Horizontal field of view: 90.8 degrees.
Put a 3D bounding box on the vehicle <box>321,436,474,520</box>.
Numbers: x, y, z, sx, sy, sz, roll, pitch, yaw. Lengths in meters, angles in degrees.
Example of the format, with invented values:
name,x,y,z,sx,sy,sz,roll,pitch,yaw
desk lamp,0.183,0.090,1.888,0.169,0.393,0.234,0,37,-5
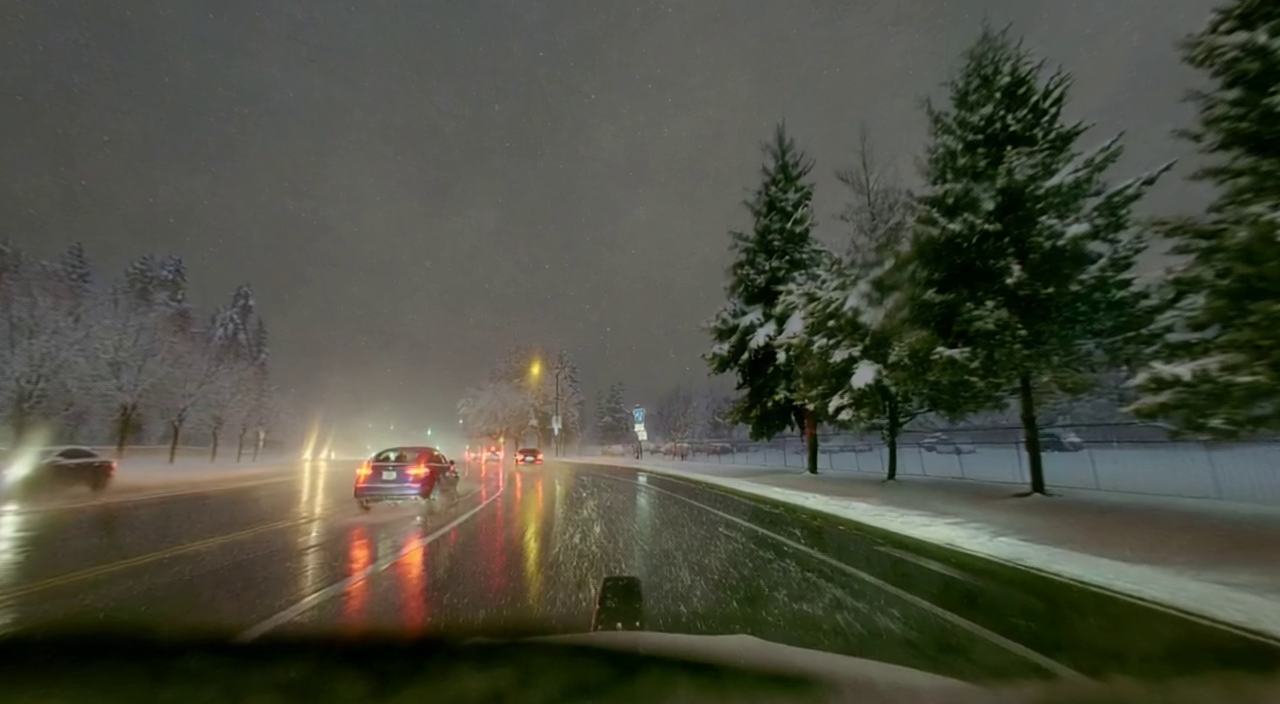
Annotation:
name,x,y,z,sx,sy,sz,roll,pitch,yaw
vehicle,-5.491,2.877,15.059,2.105,1.676,4.541,0,-8,-4

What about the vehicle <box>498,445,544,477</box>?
name,x,y,z,sx,sy,sz,roll,pitch,yaw
vehicle,-6.075,5.558,32.542,2.147,1.474,4.083,1,-9,-9

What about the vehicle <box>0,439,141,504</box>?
name,x,y,z,sx,sy,sz,roll,pitch,yaw
vehicle,-18.457,3.605,19.619,2.211,1.742,5.282,1,-9,-9
